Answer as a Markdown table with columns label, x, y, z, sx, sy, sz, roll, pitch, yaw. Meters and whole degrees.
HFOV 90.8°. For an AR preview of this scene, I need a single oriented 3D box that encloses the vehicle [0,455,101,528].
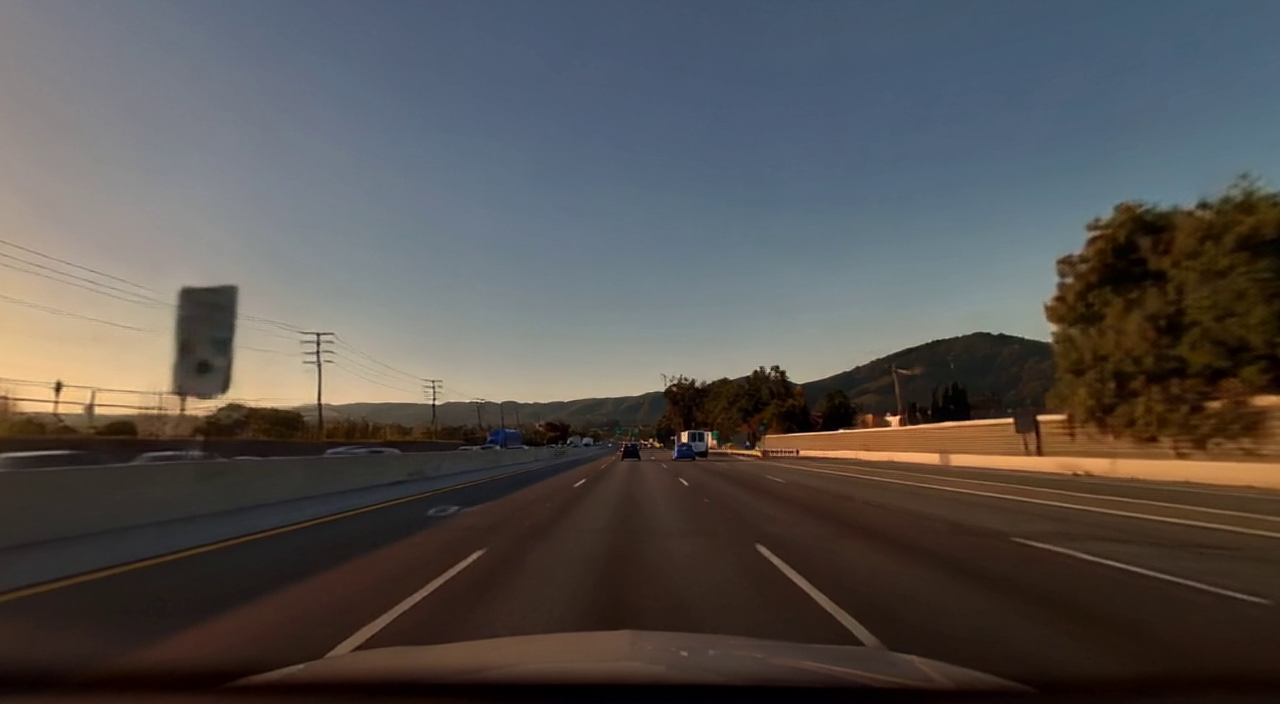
| label | x | y | z | sx | sy | sz | roll | pitch | yaw |
| --- | --- | --- | --- | --- | --- | --- | --- | --- | --- |
| vehicle | -13.965 | 2.869 | 12.955 | 1.894 | 1.454 | 4.454 | 0 | -9 | 0 |

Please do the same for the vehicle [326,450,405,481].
| label | x | y | z | sx | sy | sz | roll | pitch | yaw |
| --- | --- | --- | --- | --- | --- | --- | --- | --- | --- |
| vehicle | -14.006 | 5.806 | 32.603 | 2.039 | 1.493 | 4.548 | 0 | -9 | 0 |

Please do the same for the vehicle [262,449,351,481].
| label | x | y | z | sx | sy | sz | roll | pitch | yaw |
| --- | --- | --- | --- | --- | --- | --- | --- | --- | --- |
| vehicle | -17.626 | 5.963 | 33.685 | 2.189 | 1.592 | 4.632 | 0 | -9 | 0 |

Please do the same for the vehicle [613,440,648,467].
| label | x | y | z | sx | sy | sz | roll | pitch | yaw |
| --- | --- | --- | --- | --- | --- | --- | --- | --- | --- |
| vehicle | -0.668 | 6.966 | 43.432 | 2.325 | 1.712 | 4.592 | 0 | -9 | -1 |

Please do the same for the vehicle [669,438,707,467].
| label | x | y | z | sx | sy | sz | roll | pitch | yaw |
| --- | --- | --- | --- | --- | --- | --- | --- | --- | --- |
| vehicle | 3.164 | 6.787 | 42.742 | 2.036 | 1.796 | 4.470 | 0 | -9 | -2 |

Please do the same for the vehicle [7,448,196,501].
| label | x | y | z | sx | sy | sz | roll | pitch | yaw |
| --- | --- | --- | --- | --- | --- | --- | --- | --- | --- |
| vehicle | -21.539 | 4.885 | 25.828 | 2.345 | 1.875 | 6.106 | 0 | -9 | 0 |
